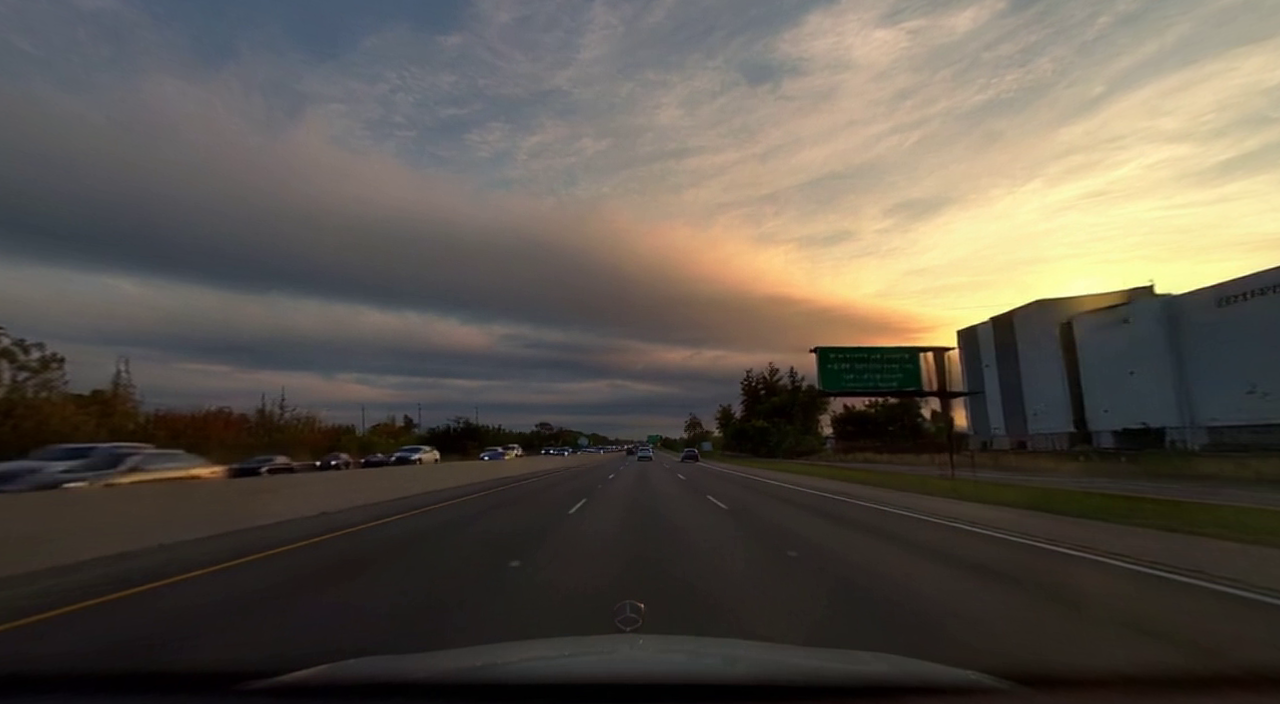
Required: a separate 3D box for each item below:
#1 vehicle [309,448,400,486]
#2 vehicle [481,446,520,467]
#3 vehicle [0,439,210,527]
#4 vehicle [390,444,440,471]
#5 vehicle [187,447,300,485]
[{"bbox_3d":[-11.635,4.710,26.004,1.893,1.419,3.812,-1,-9,1],"label":"vehicle"},{"bbox_3d":[-10.906,8.170,49.546,1.969,1.539,4.401,-1,-9,2],"label":"vehicle"},{"bbox_3d":[-11.669,2.597,13.077,2.025,1.474,4.804,0,-9,1],"label":"vehicle"},{"bbox_3d":[-16.188,7.582,45.531,1.985,1.819,4.284,0,-9,0],"label":"vehicle"},{"bbox_3d":[-17.172,4.939,27.608,1.905,1.478,4.646,0,-9,0],"label":"vehicle"}]
